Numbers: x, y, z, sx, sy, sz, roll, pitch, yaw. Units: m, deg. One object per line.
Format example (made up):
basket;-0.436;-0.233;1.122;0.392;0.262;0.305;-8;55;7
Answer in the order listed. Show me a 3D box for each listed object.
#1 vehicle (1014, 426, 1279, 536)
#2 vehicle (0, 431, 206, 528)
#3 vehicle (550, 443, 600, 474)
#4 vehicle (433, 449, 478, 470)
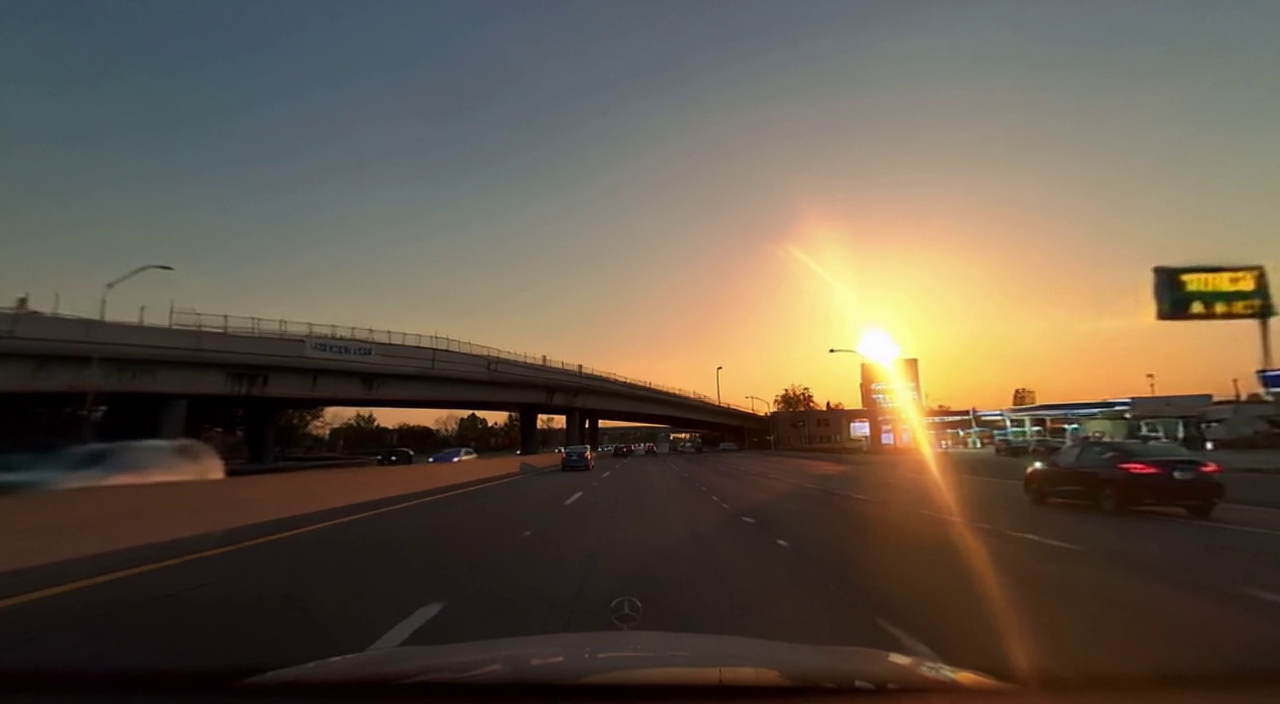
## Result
vehicle;8.864;2.110;10.992;1.909;1.467;4.940;-1;-9;4
vehicle;-11.371;2.491;12.850;1.898;1.610;4.423;0;-9;0
vehicle;-3.330;5.521;32.950;2.114;1.510;4.186;-1;-9;1
vehicle;-13.869;8.089;47.734;1.926;1.473;4.838;-1;-9;1
